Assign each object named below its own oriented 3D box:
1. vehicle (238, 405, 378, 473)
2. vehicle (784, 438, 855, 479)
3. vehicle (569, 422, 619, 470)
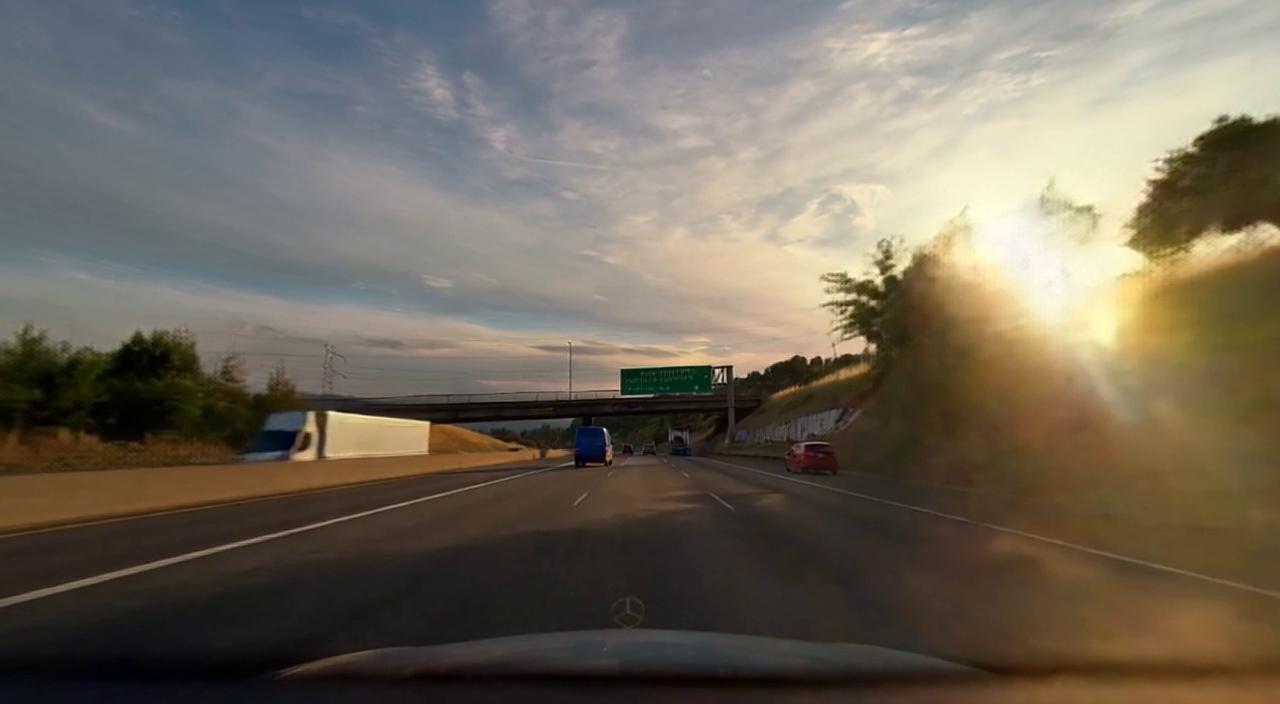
[{"bbox_3d":[-19.724,5.412,38.523,2.959,3.603,10.096,0,-9,1],"label":"vehicle"},{"bbox_3d":[7.960,4.746,28.294,1.936,1.664,4.198,0,-9,0],"label":"vehicle"},{"bbox_3d":[-2.605,5.562,37.207,2.451,2.627,5.868,0,-9,1],"label":"vehicle"}]
